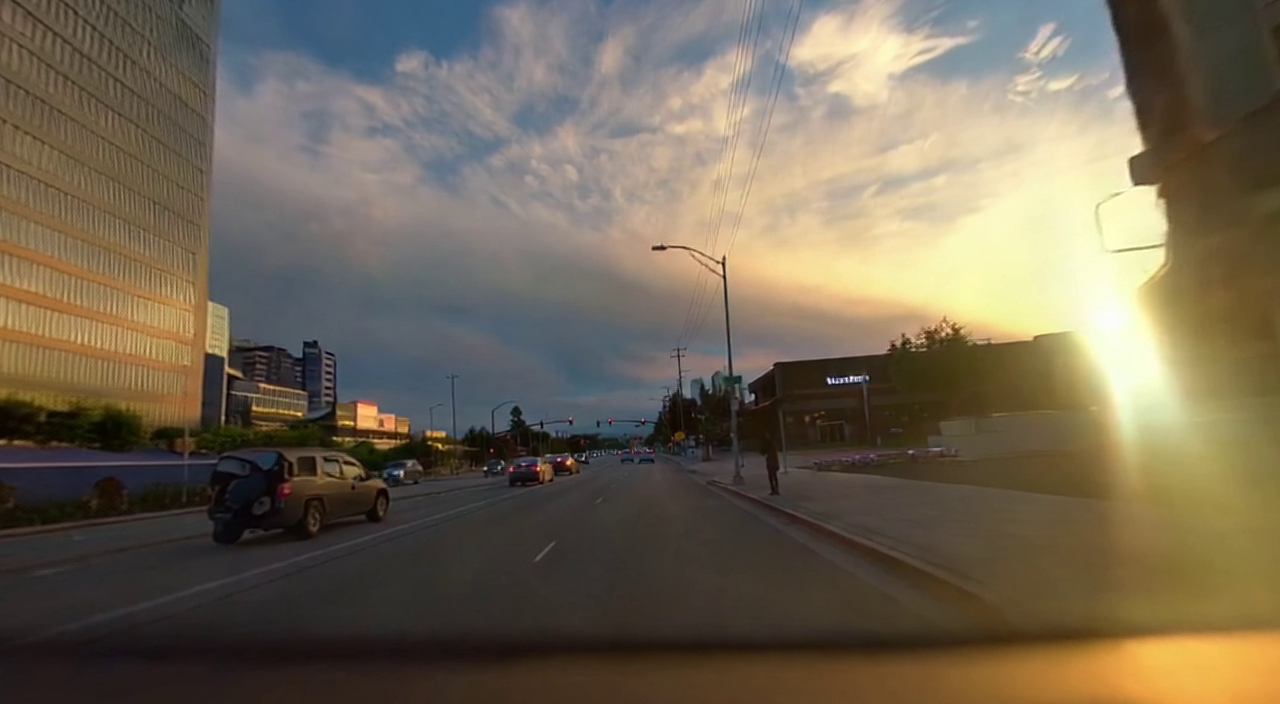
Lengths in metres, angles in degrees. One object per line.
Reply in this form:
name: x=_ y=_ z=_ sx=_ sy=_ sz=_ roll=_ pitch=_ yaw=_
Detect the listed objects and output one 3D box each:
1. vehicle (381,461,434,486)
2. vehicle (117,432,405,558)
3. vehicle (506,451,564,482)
vehicle: x=-16.598 y=8.662 z=45.201 sx=1.887 sy=1.533 sz=4.222 roll=1 pitch=-9 yaw=4
vehicle: x=-6.115 y=2.355 z=11.098 sx=2.007 sy=1.698 sz=4.759 roll=0 pitch=-9 yaw=1
vehicle: x=-5.306 y=5.890 z=32.586 sx=2.030 sy=1.488 sz=4.650 roll=0 pitch=-9 yaw=2
